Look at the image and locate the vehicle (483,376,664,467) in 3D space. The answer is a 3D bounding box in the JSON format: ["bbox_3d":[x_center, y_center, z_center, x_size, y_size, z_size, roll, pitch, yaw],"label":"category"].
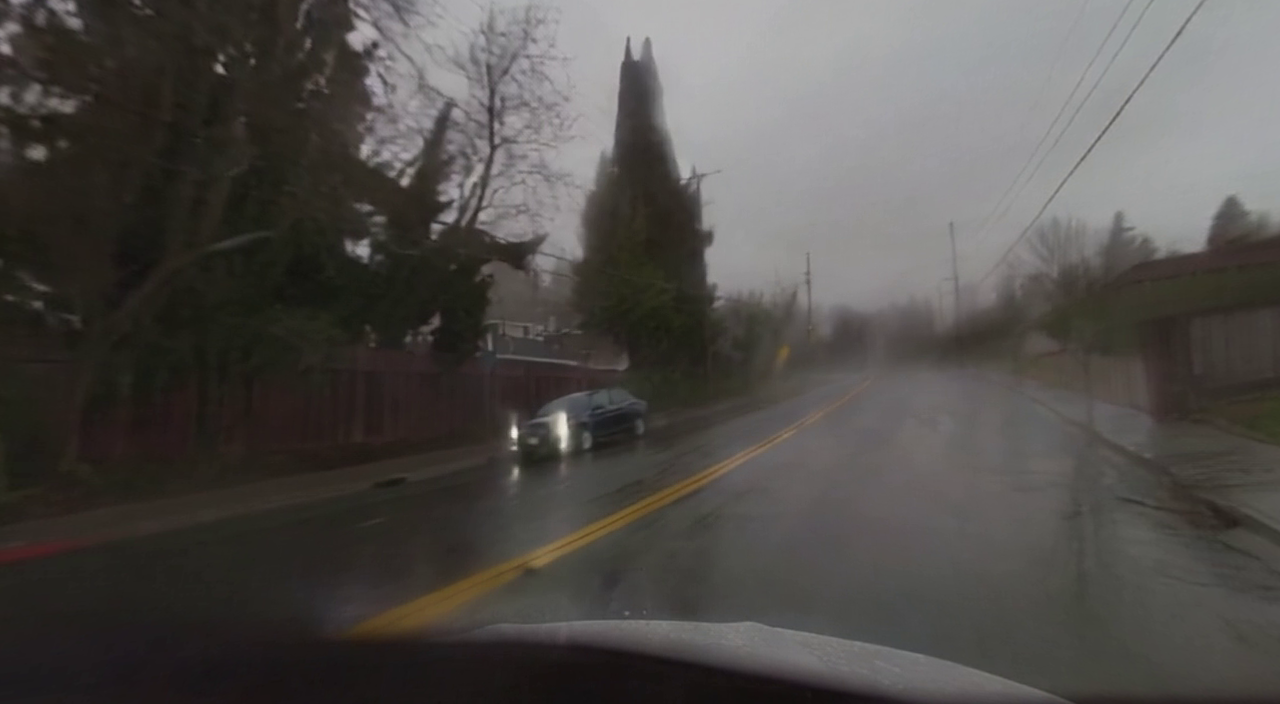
[{"bbox_3d":[-1.409,1.589,15.972,2.032,1.595,5.289,-3,0,26],"label":"vehicle"}]
